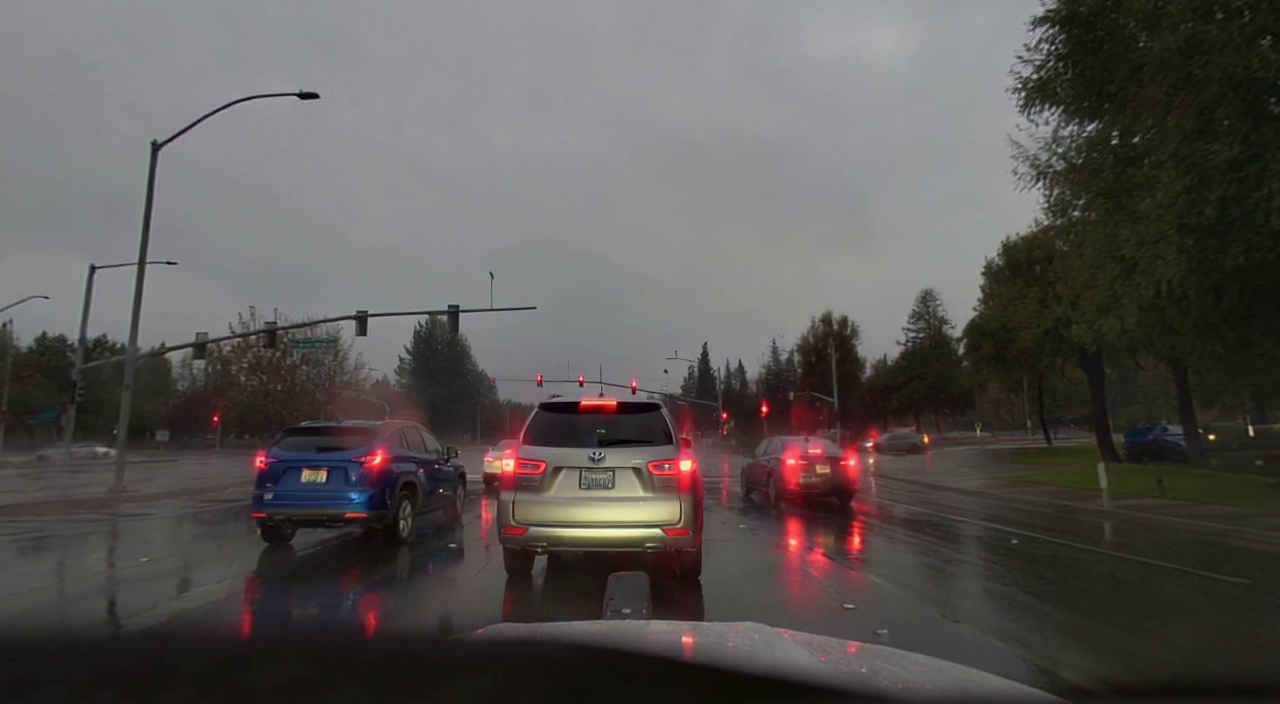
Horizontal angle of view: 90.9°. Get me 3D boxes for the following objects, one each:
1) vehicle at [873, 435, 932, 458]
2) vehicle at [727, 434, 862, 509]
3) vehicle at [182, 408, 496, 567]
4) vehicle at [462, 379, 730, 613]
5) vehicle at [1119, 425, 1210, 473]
[{"bbox_3d":[19.990,7.197,47.938,4.361,1.653,2.034,6,-10,-35],"label":"vehicle"},{"bbox_3d":[3.417,2.738,14.887,2.121,1.494,4.208,0,-8,0],"label":"vehicle"},{"bbox_3d":[-3.722,1.771,9.022,2.160,1.666,4.583,0,-8,1],"label":"vehicle"},{"bbox_3d":[-0.342,1.430,7.114,2.064,1.817,4.298,0,-8,0],"label":"vehicle"},{"bbox_3d":[19.218,3.534,23.040,4.215,1.578,1.892,8,-12,-43],"label":"vehicle"}]
